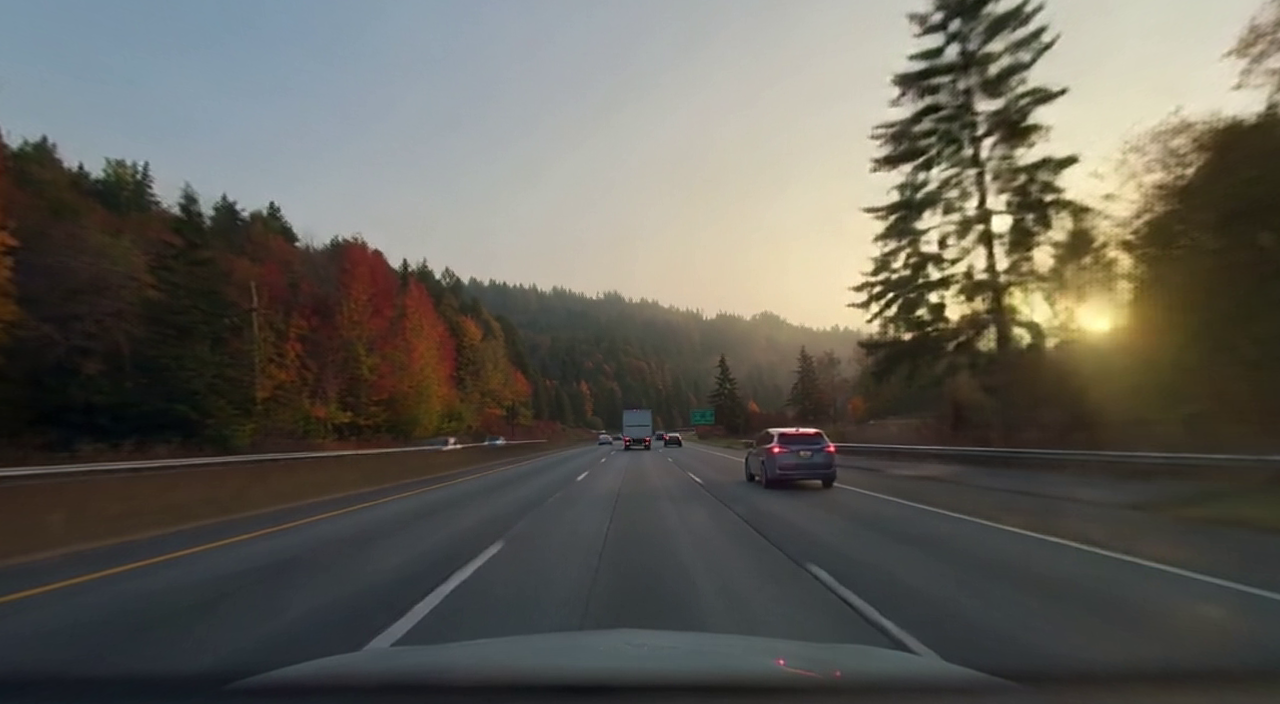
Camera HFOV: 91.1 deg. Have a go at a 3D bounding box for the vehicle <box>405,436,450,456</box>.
[{"bbox_3d":[-16.590,7.352,49.315,1.928,1.492,4.607,0,-8,0],"label":"vehicle"}]

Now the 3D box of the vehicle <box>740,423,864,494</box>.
[{"bbox_3d":[3.800,2.548,15.497,1.882,1.492,3.958,0,-8,-2],"label":"vehicle"}]
